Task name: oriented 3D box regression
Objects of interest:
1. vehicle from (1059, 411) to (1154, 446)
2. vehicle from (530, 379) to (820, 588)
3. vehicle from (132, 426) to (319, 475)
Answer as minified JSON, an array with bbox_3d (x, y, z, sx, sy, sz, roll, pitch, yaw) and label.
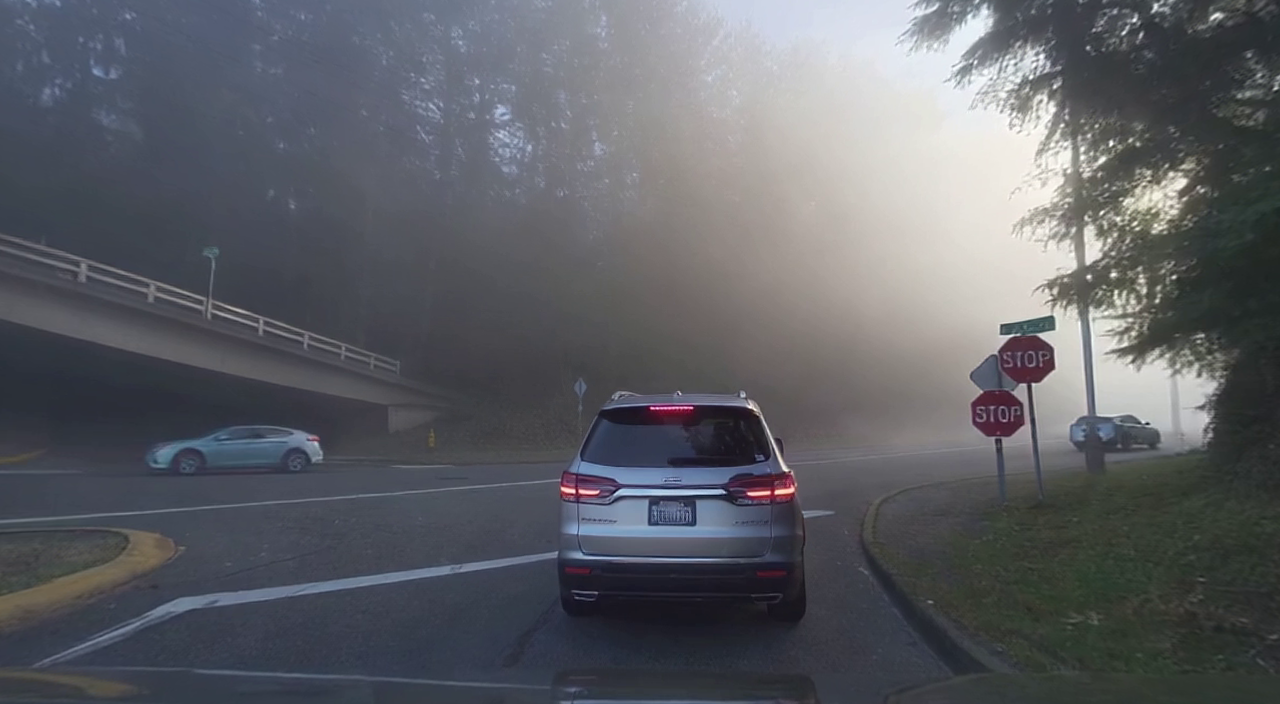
[{"bbox_3d":[24.350,4.028,32.909,4.413,1.717,2.073,4,-10,-27],"label":"vehicle"},{"bbox_3d":[0.338,1.466,7.710,2.494,1.804,4.336,0,-9,1],"label":"vehicle"},{"bbox_3d":[-13.825,3.331,21.440,5.032,1.497,1.897,5,-10,-29],"label":"vehicle"}]
